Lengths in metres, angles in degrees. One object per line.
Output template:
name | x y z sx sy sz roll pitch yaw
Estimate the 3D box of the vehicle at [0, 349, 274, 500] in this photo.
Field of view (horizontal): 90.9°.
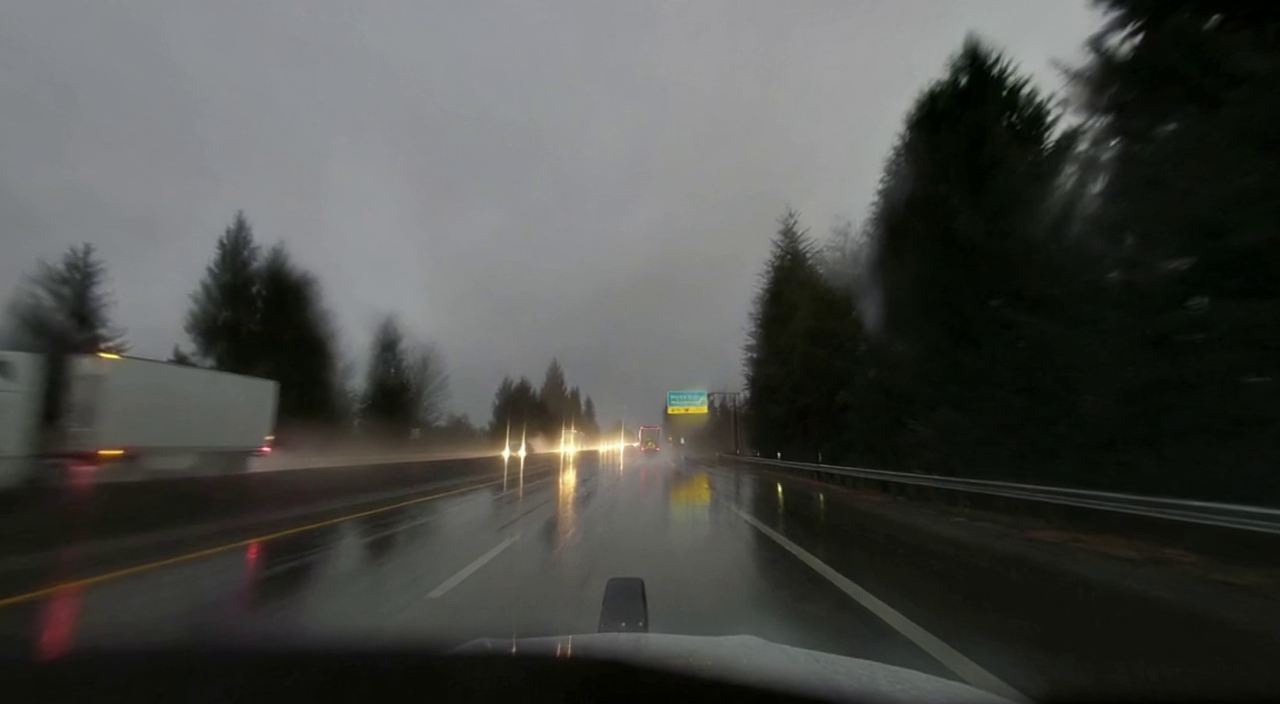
vehicle | -16.168 2.547 20.967 2.885 4.010 8.234 0 -9 0
